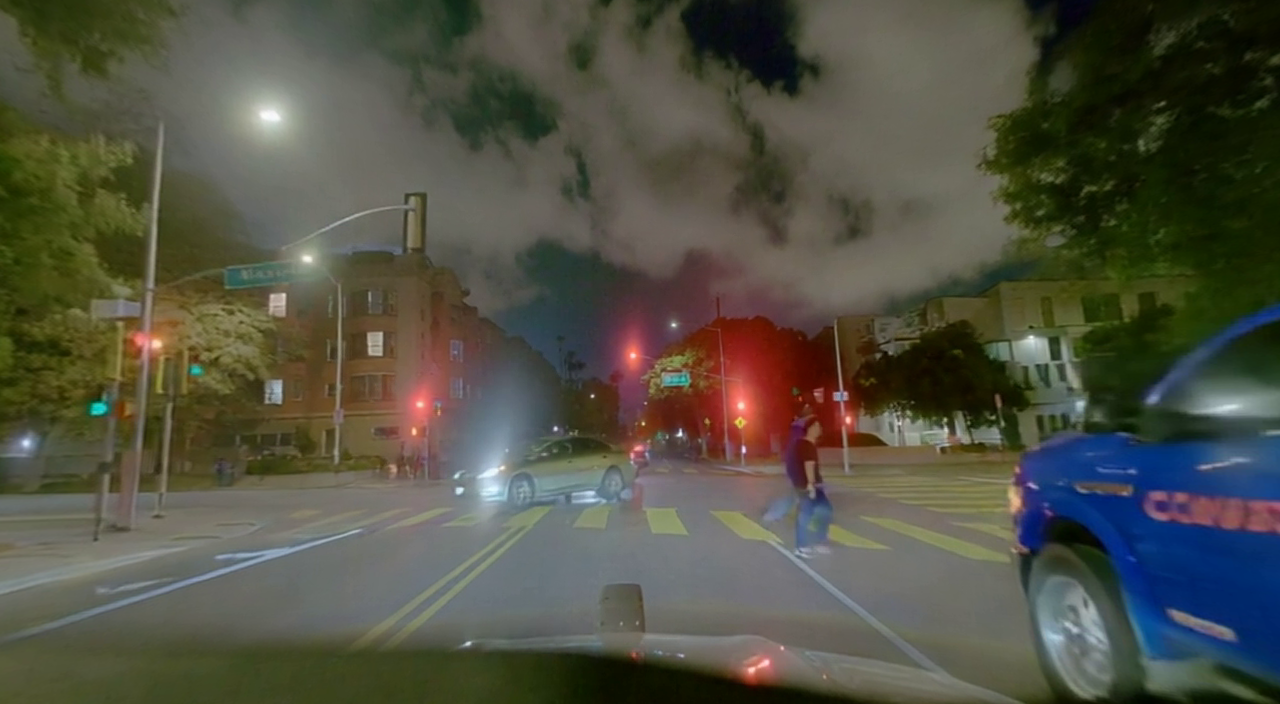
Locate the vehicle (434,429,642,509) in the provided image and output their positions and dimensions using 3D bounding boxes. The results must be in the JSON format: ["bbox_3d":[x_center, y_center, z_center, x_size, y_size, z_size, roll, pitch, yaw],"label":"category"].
[{"bbox_3d":[-2.293,2.748,15.415,1.979,1.630,4.771,-8,-11,43],"label":"vehicle"}]

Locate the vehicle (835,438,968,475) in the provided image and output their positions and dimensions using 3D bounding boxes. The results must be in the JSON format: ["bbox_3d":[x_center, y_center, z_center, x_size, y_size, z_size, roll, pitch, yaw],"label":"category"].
[{"bbox_3d":[11.403,4.525,27.630,5.158,1.470,2.012,-4,-9,26],"label":"vehicle"}]

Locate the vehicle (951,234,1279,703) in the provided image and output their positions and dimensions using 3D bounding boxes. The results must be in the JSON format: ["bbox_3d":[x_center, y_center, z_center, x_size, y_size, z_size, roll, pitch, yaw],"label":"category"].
[{"bbox_3d":[3.043,0.532,1.032,2.177,2.015,5.463,0,-8,-1],"label":"vehicle"}]
